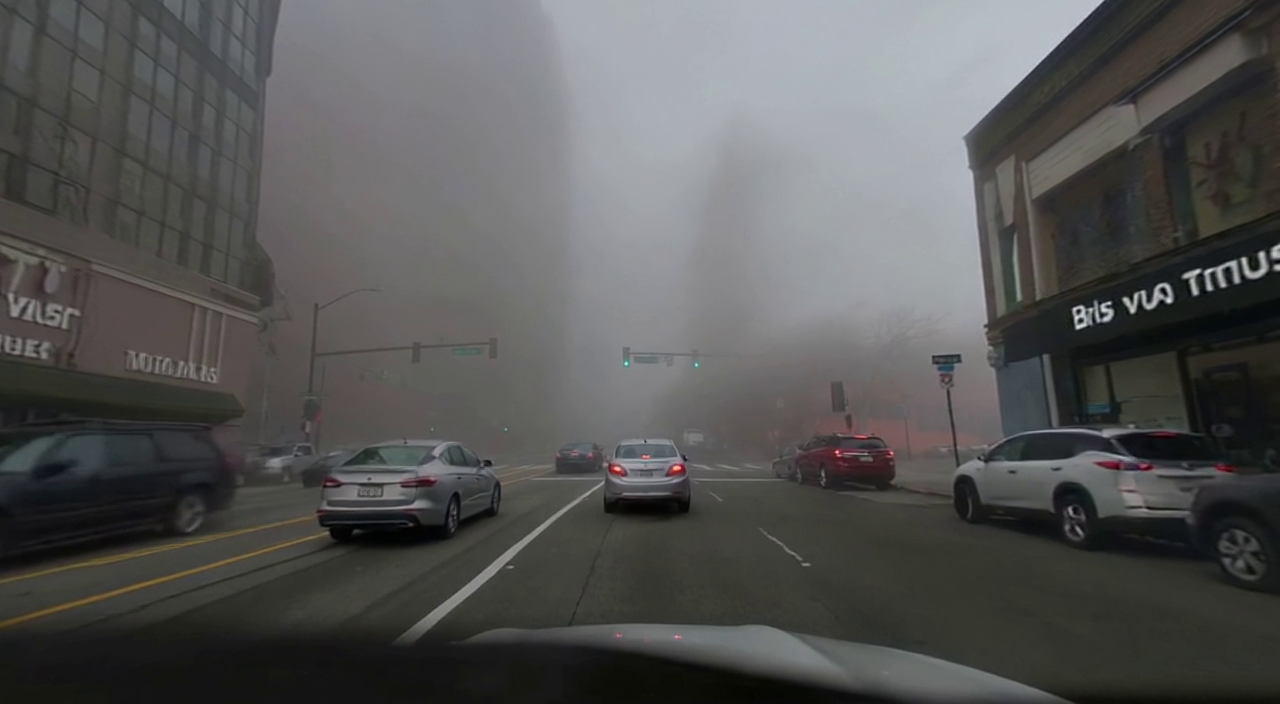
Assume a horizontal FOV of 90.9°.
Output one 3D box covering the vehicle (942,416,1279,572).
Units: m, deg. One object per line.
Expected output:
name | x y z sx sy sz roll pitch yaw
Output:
vehicle | 6.647 1.921 9.347 1.986 1.722 4.516 0 -9 -2

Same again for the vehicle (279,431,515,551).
vehicle | -3.425 2.039 9.949 1.950 1.450 4.257 0 -9 1

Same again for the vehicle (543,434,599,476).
vehicle | -3.083 4.717 29.042 2.007 1.736 4.185 0 -9 1

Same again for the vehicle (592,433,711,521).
vehicle | 0.171 2.456 12.935 2.037 1.484 4.073 0 -9 -1

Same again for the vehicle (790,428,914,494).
vehicle | 6.639 3.489 20.538 2.289 1.867 5.322 0 -9 1

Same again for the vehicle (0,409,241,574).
vehicle | -7.686 1.691 8.108 2.029 1.700 4.602 0 -9 1
